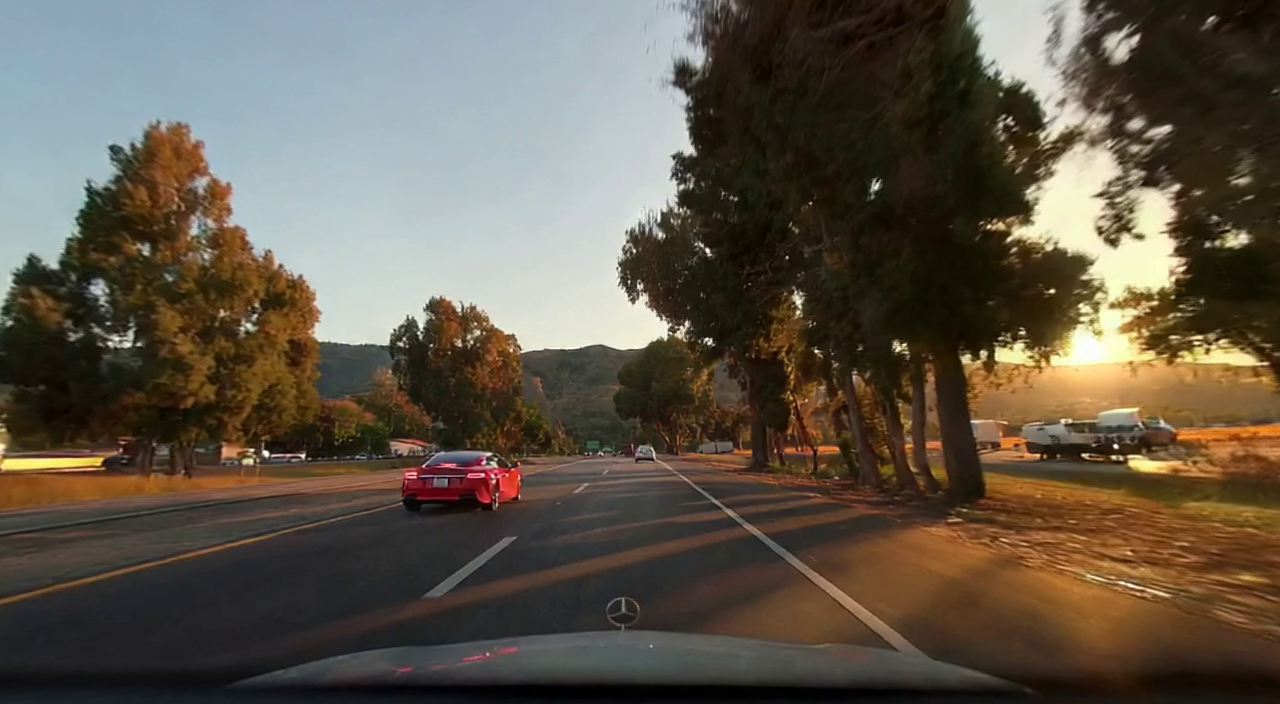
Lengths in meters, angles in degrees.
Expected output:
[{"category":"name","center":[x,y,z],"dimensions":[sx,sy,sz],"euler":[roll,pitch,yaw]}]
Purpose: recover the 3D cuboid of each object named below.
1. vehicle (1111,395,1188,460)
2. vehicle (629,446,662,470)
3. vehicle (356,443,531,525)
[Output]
[{"category":"vehicle","center":[38.320,5.782,47.223],"dimensions":[11.007,4.362,2.851],"euler":[8,-12,-44]},{"category":"vehicle","center":[0.320,6.838,40.942],"dimensions":[2.079,1.450,3.942],"euler":[0,-9,0]},{"category":"vehicle","center":[-3.905,2.698,13.574],"dimensions":[2.170,1.451,4.584],"euler":[0,-9,2]}]
